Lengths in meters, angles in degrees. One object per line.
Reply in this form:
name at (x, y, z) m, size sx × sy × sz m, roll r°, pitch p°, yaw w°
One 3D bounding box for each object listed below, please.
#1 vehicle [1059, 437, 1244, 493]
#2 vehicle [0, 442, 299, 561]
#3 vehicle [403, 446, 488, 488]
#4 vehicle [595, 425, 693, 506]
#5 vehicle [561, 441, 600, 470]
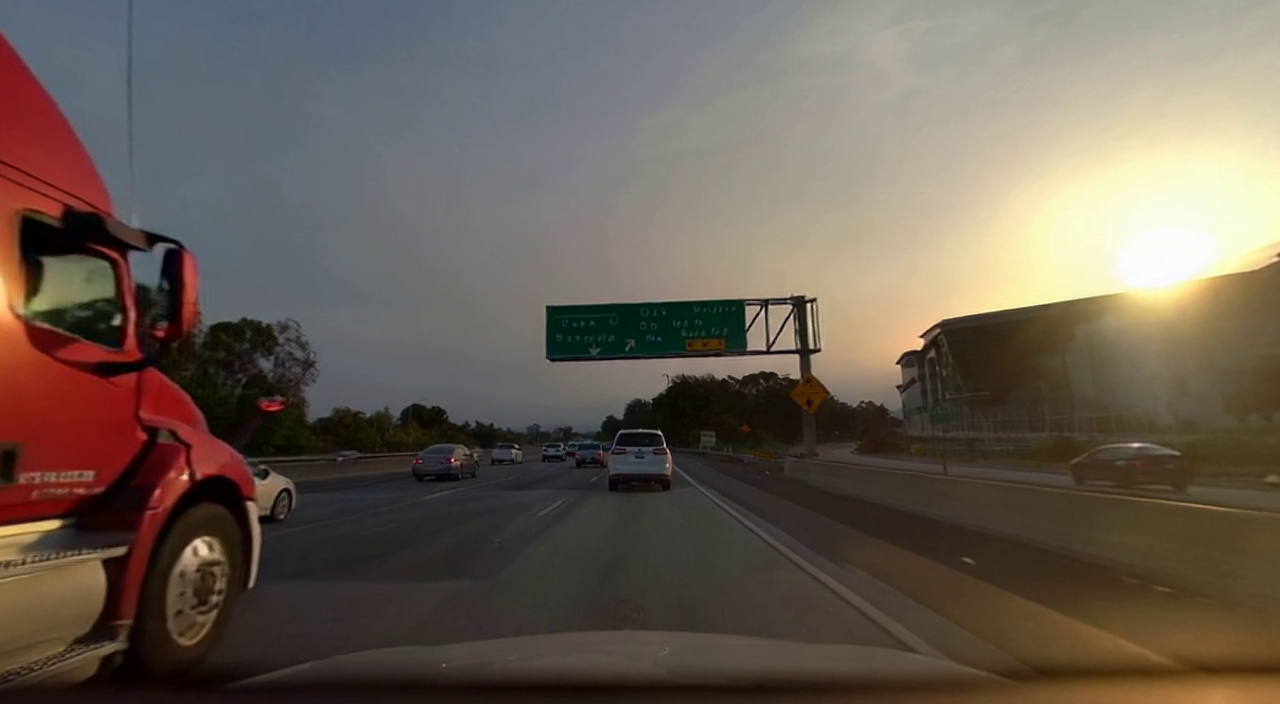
vehicle at (15.280, 3.391, 19.292) m, size 1.918 × 1.472 × 4.782 m, roll -1°, pitch -9°, yaw 4°
vehicle at (-7.589, 2.189, 10.044) m, size 1.864 × 1.458 × 4.295 m, roll 0°, pitch -9°, yaw 0°
vehicle at (-7.357, 4.385, 24.372) m, size 1.869 × 1.466 × 4.217 m, roll 0°, pitch -9°, yaw 1°
vehicle at (0.080, 2.806, 15.954) m, size 2.152 × 1.779 × 3.924 m, roll 0°, pitch -9°, yaw 0°
vehicle at (-3.527, 6.227, 38.202) m, size 1.952 × 1.649 × 4.131 m, roll 0°, pitch -9°, yaw 1°
